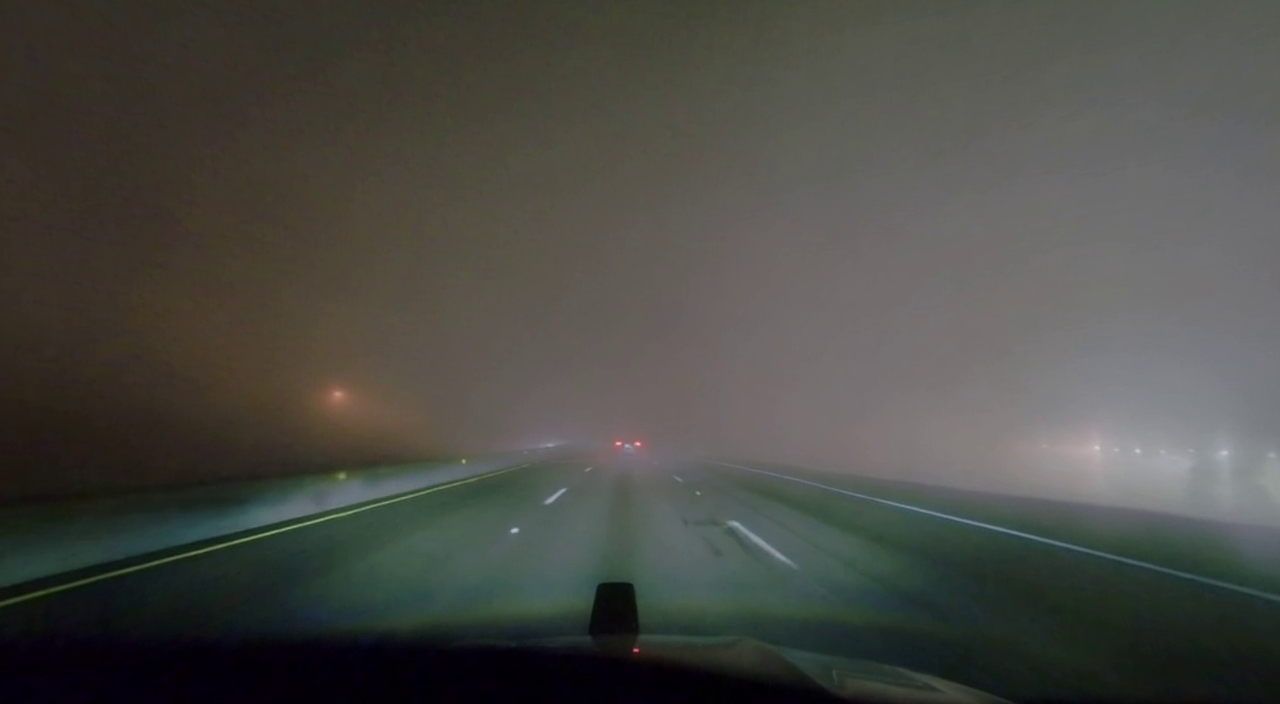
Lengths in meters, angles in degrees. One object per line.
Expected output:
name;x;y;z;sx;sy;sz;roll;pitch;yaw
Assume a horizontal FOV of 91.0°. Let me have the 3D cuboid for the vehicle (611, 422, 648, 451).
vehicle;-0.695;5.253;39.085;2.157;1.647;4.524;0;-8;-3
